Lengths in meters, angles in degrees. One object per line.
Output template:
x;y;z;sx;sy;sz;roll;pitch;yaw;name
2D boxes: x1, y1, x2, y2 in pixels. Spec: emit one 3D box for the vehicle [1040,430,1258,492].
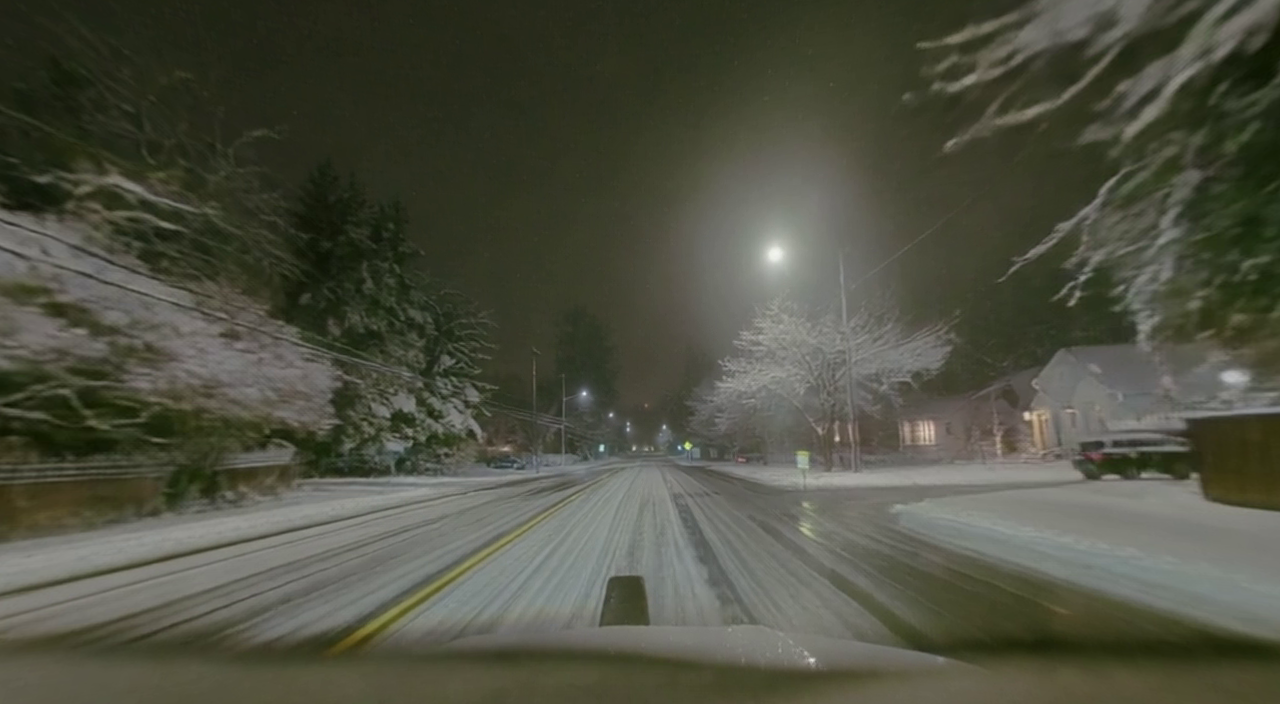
15.506;3.349;19.466;4.785;1.780;2.055;-1;-9;3;vehicle
